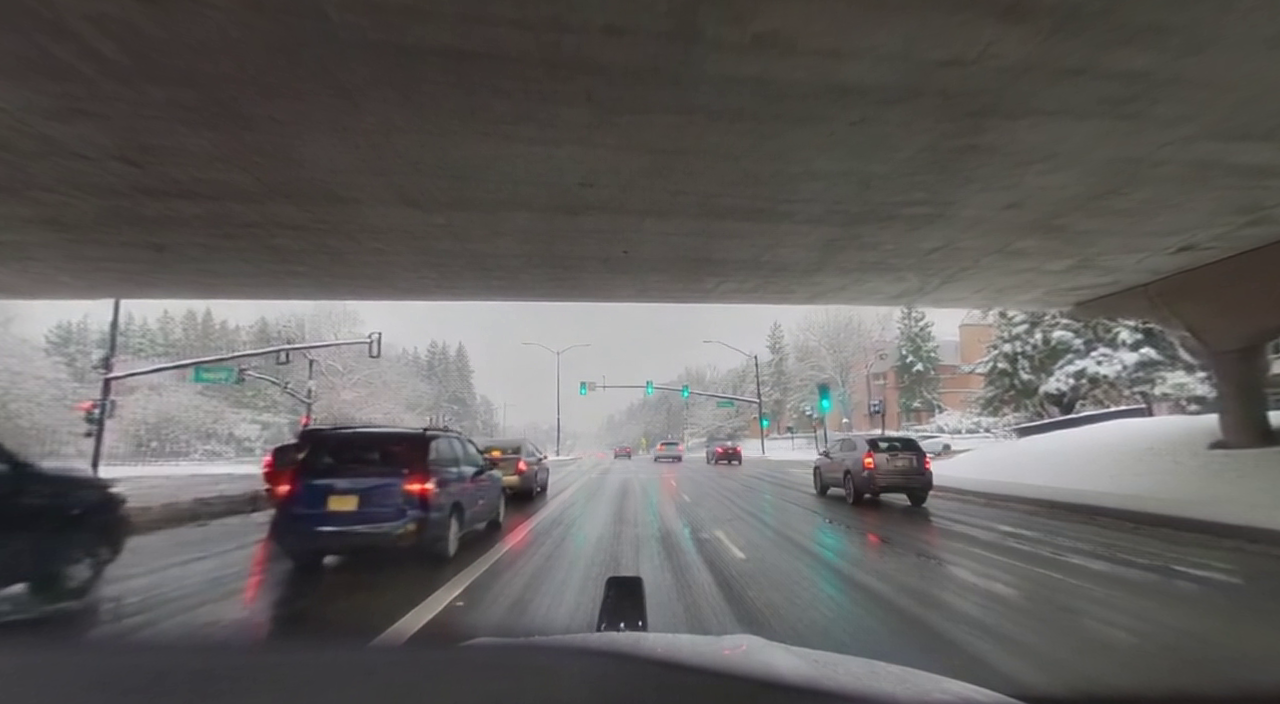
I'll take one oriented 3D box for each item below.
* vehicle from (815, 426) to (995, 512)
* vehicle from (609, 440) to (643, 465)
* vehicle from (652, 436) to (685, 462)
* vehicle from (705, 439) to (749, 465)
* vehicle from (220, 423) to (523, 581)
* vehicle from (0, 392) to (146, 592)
[{"bbox_3d":[5.714,2.580,14.314,2.056,1.624,4.498,0,-8,-1],"label":"vehicle"},{"bbox_3d":[-0.893,6.224,39.024,2.026,1.453,3.780,0,-8,-2],"label":"vehicle"},{"bbox_3d":[2.030,7.054,45.860,2.034,1.762,4.420,0,-8,-3],"label":"vehicle"},{"bbox_3d":[5.321,6.183,38.910,1.924,1.527,4.268,0,-8,-2],"label":"vehicle"},{"bbox_3d":[-2.975,1.757,8.224,1.980,1.491,4.351,0,-8,1],"label":"vehicle"},{"bbox_3d":[-6.413,1.104,4.742,1.981,1.676,4.051,0,-8,1],"label":"vehicle"}]
